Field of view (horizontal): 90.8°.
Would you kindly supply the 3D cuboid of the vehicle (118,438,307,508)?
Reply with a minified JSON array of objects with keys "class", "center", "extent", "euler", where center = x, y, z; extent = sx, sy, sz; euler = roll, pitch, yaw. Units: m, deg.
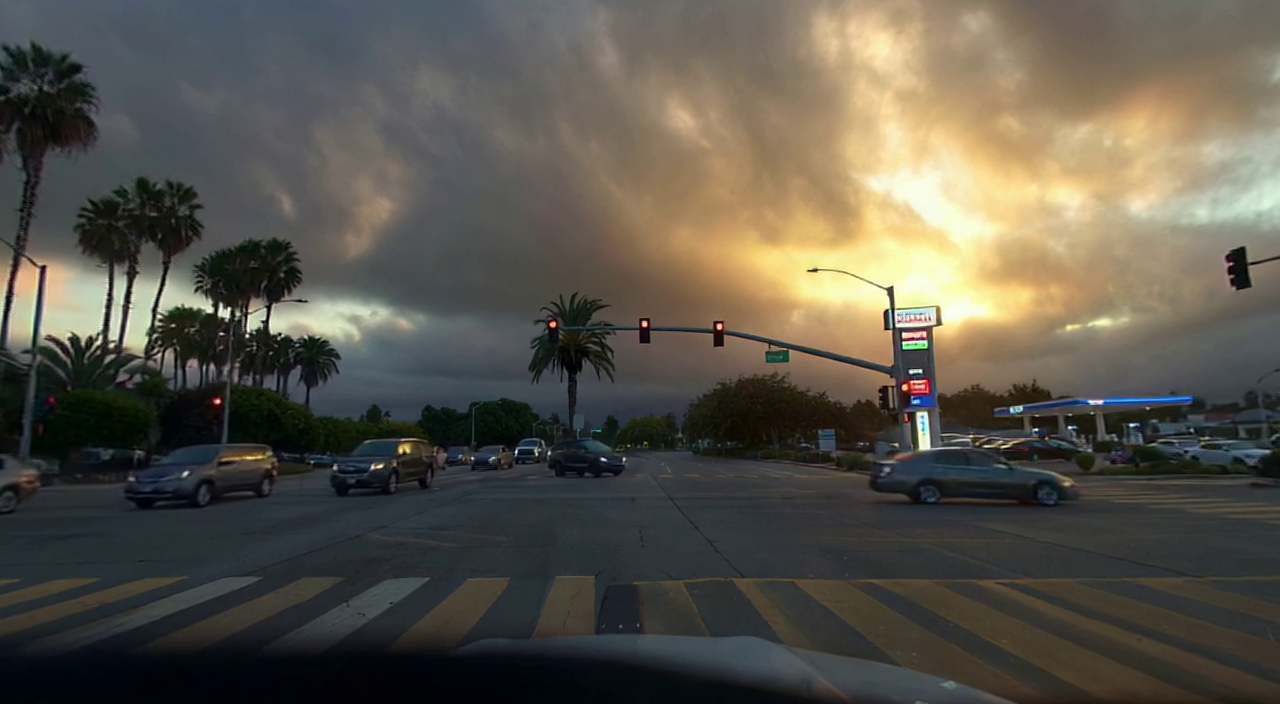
[{"class":"vehicle","center":[-11.838,3.361,18.039],"extent":[1.973,1.712,4.872],"euler":[0,-9,0]}]

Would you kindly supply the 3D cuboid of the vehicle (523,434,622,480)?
[{"class":"vehicle","center":[-2.912,4.351,26.321],"extent":[1.929,1.719,4.892],"euler":[6,-11,-35]}]

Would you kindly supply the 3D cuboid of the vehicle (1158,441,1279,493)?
[{"class":"vehicle","center":[18.735,3.406,18.823],"extent":[5.015,1.446,1.862],"euler":[0,-9,-3]}]

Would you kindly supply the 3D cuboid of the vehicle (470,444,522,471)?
[{"class":"vehicle","center":[-8.763,6.444,38.776],"extent":[2.034,1.510,4.647],"euler":[0,-9,1]}]

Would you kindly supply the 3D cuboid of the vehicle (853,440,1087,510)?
[{"class":"vehicle","center":[7.537,2.848,15.047],"extent":[4.579,1.464,1.983],"euler":[-3,-9,17]}]

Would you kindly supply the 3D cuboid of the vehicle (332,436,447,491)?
[{"class":"vehicle","center":[-8.463,3.802,21.873],"extent":[2.124,1.701,4.551],"euler":[0,-9,0]}]

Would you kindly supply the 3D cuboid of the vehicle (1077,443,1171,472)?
[{"class":"vehicle","center":[24.265,5.300,31.737],"extent":[3.474,1.376,1.538],"euler":[0,-9,-2]}]
